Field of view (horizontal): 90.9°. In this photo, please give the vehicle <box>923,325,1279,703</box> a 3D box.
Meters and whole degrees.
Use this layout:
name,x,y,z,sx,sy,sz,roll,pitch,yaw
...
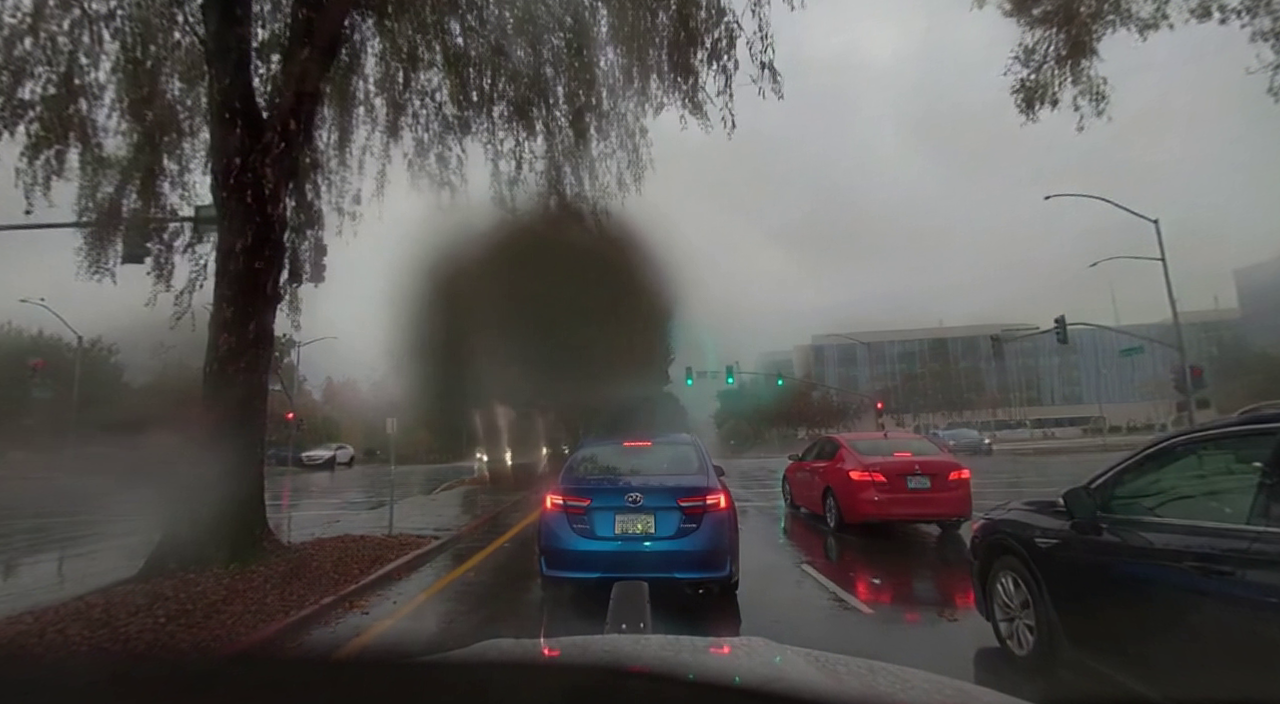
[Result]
name,x,y,z,sx,sy,sz,roll,pitch,yaw
vehicle,3.723,0.934,3.428,2.162,1.829,4.519,0,-9,-1

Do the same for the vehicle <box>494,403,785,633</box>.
name,x,y,z,sx,sy,sz,roll,pitch,yaw
vehicle,-0.019,1.478,6.500,2.074,1.631,3.793,0,-9,-1

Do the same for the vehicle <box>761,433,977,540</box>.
name,x,y,z,sx,sy,sz,roll,pitch,yaw
vehicle,3.692,2.259,11.300,2.054,1.482,4.654,0,-9,-1
